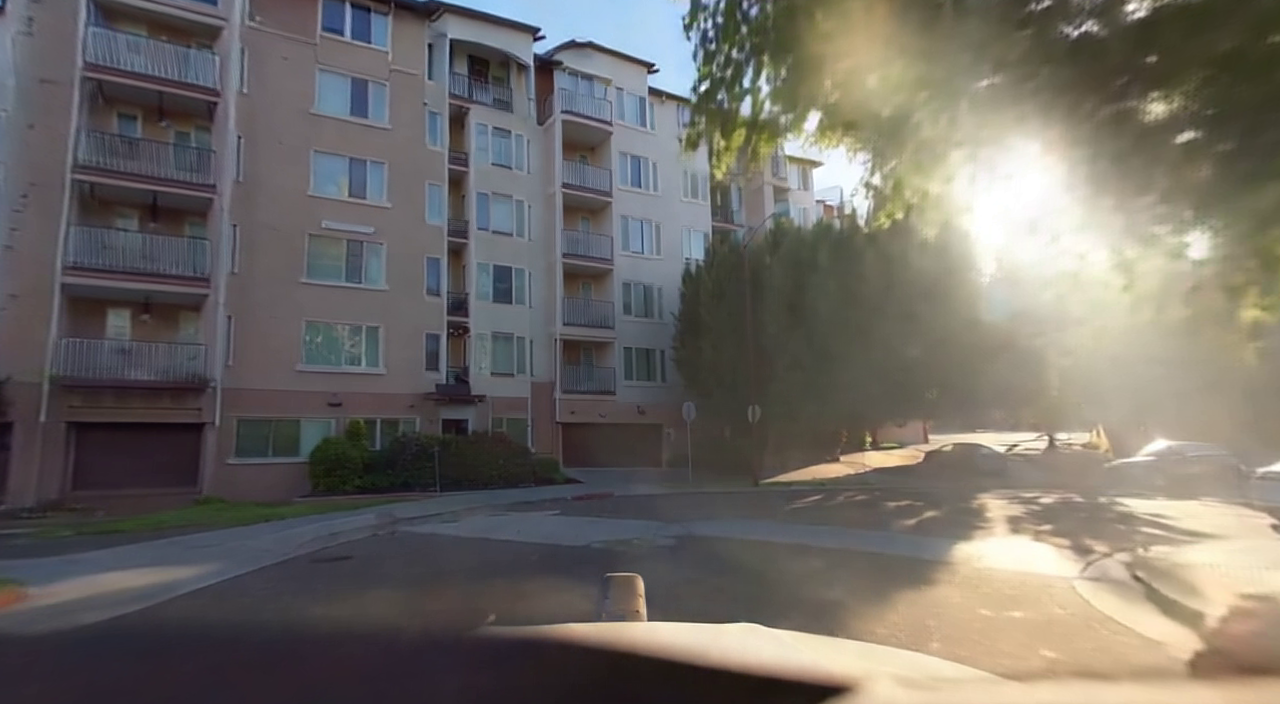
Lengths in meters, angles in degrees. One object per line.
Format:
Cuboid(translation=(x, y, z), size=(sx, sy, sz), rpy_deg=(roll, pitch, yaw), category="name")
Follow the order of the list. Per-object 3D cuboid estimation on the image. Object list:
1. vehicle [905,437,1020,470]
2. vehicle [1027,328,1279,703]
Cuboid(translation=(15.170, 4.776, 29.775), size=(4.714, 1.458, 1.812), rpy_deg=(2, -9, -15), category="vehicle")
Cuboid(translation=(3.006, 0.647, 0.942), size=(2.020, 1.734, 4.402), rpy_deg=(0, -9, 0), category="vehicle")
